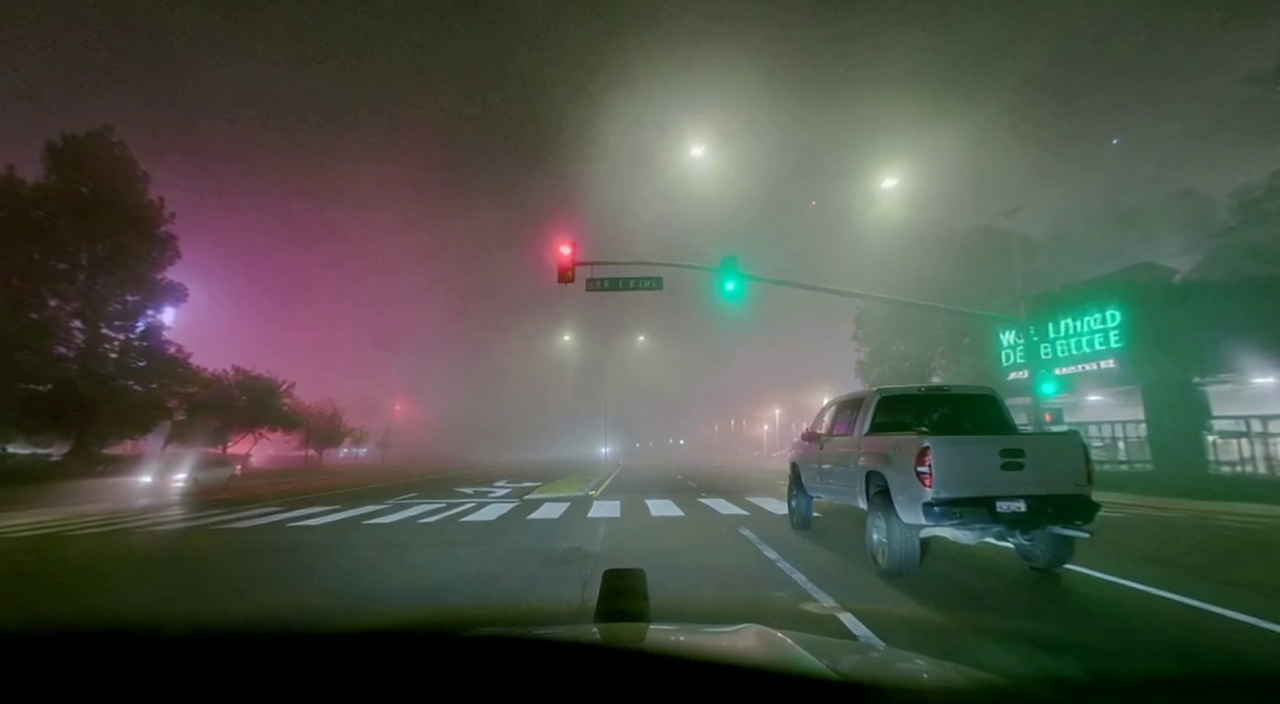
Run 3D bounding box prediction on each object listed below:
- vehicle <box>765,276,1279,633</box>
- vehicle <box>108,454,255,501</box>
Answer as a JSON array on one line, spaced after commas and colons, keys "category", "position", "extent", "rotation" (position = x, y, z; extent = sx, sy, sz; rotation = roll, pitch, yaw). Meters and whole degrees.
[{"category": "vehicle", "position": [3.395, 1.147, 7.710], "extent": [2.484, 2.642, 5.990], "rotation": [0, -8, 0]}, {"category": "vehicle", "position": [-16.932, 4.627, 23.645], "extent": [1.866, 1.469, 4.682], "rotation": [-1, -8, 3]}]
